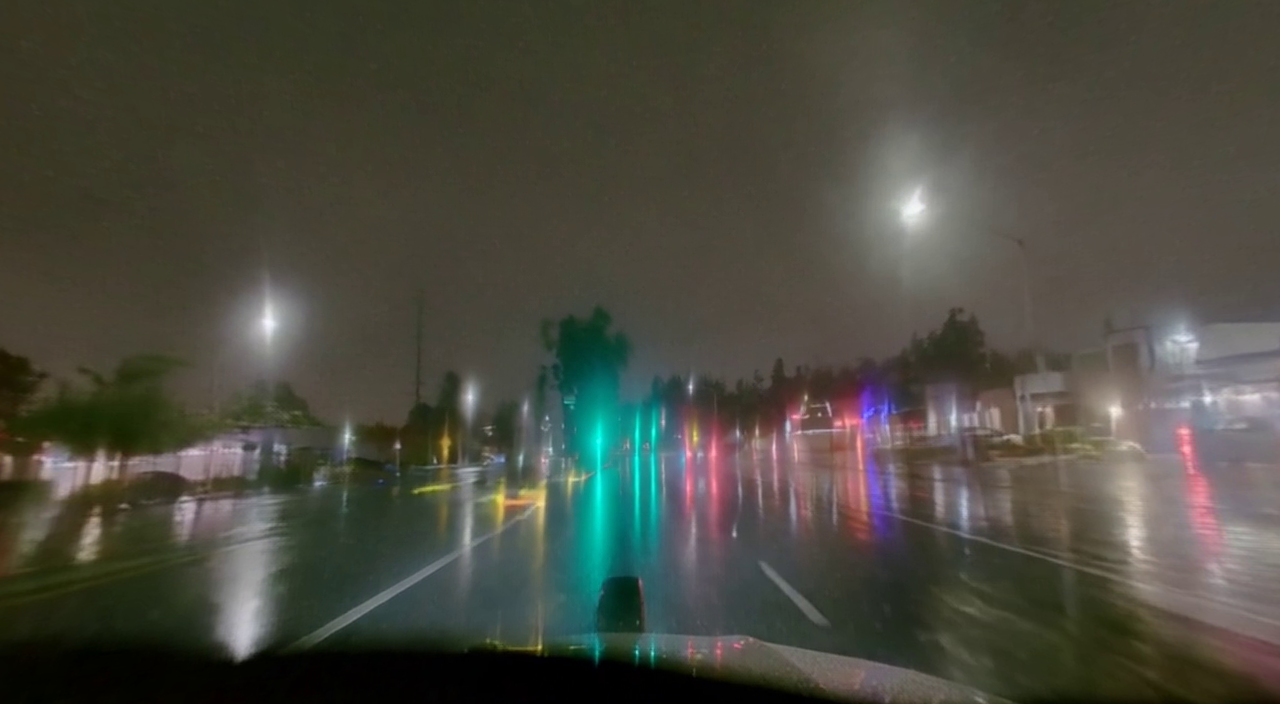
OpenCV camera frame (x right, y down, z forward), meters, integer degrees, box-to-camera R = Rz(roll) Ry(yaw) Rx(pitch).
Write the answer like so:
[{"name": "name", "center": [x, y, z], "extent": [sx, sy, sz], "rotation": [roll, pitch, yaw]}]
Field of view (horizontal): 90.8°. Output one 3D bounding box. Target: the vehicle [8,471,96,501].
[{"name": "vehicle", "center": [-34.147, 7.761, 36.810], "extent": [1.689, 1.434, 3.824], "rotation": [1, -8, -6]}]

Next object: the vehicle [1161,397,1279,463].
[{"name": "vehicle", "center": [19.753, 2.429, 19.530], "extent": [2.247, 1.917, 5.791], "rotation": [0, -8, -1]}]

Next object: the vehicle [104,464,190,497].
[{"name": "vehicle", "center": [-29.131, 7.561, 37.511], "extent": [1.943, 1.647, 4.077], "rotation": [-3, -9, -3]}]

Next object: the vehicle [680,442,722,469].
[{"name": "vehicle", "center": [3.432, 5.937, 36.398], "extent": [1.929, 1.411, 4.284], "rotation": [0, -8, -1]}]
